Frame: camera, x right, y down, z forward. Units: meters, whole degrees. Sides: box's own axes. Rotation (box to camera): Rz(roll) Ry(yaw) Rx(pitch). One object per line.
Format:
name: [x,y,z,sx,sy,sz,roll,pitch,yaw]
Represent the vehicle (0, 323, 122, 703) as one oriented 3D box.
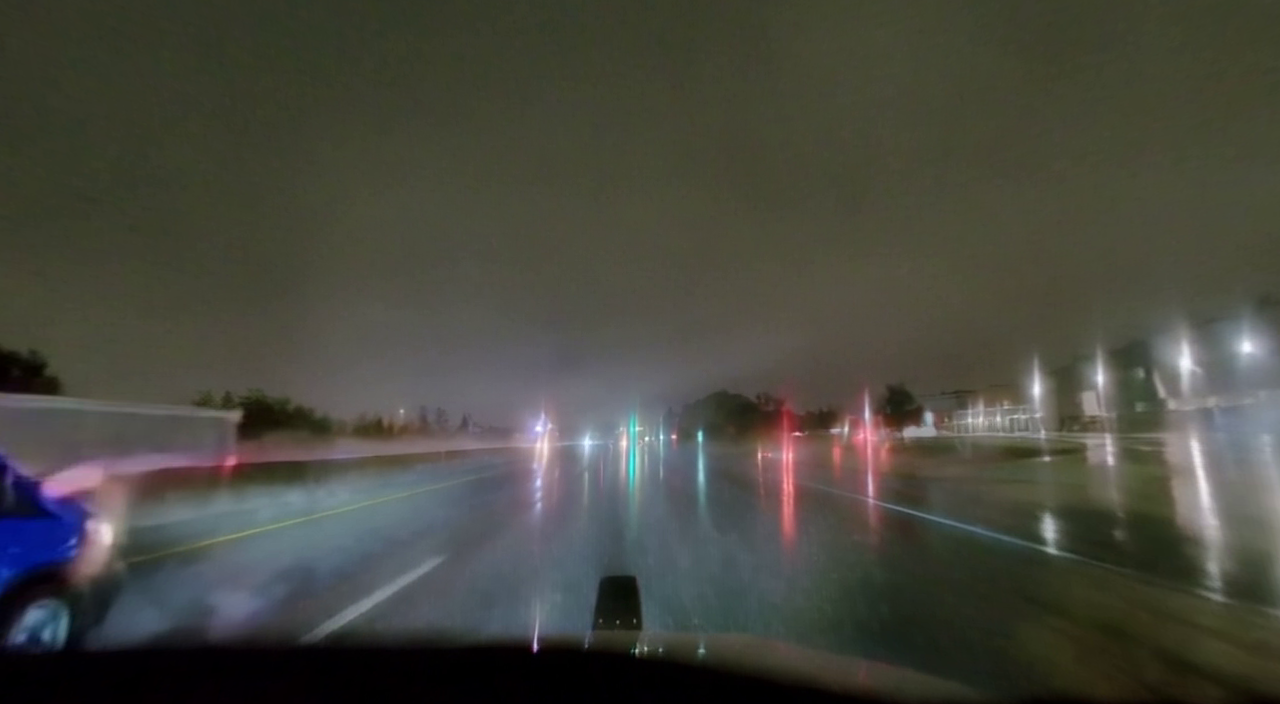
vehicle: [-4.155,0.556,1.300,2.104,1.860,4.853,0,-8,-2]
